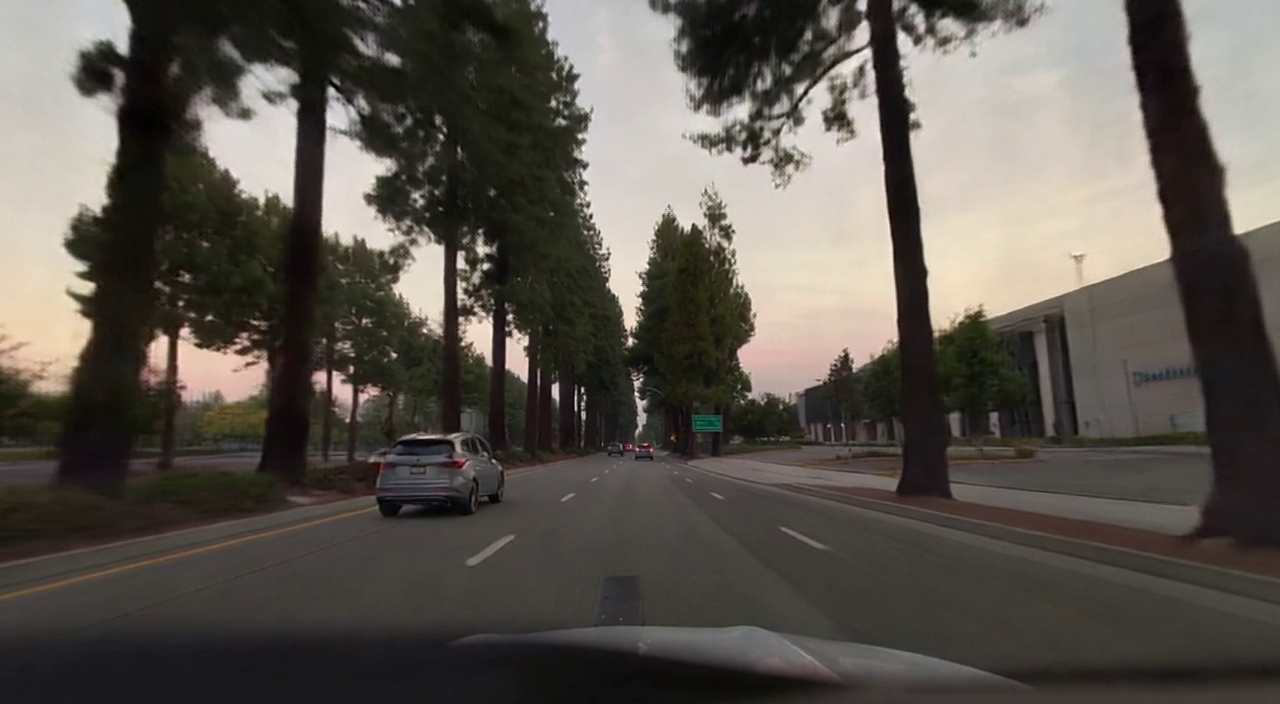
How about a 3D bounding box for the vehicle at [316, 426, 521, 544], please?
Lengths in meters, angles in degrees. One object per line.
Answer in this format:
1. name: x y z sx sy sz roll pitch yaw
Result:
1. vehicle: -3.410 2.128 10.732 1.942 1.588 4.172 0 -9 0
